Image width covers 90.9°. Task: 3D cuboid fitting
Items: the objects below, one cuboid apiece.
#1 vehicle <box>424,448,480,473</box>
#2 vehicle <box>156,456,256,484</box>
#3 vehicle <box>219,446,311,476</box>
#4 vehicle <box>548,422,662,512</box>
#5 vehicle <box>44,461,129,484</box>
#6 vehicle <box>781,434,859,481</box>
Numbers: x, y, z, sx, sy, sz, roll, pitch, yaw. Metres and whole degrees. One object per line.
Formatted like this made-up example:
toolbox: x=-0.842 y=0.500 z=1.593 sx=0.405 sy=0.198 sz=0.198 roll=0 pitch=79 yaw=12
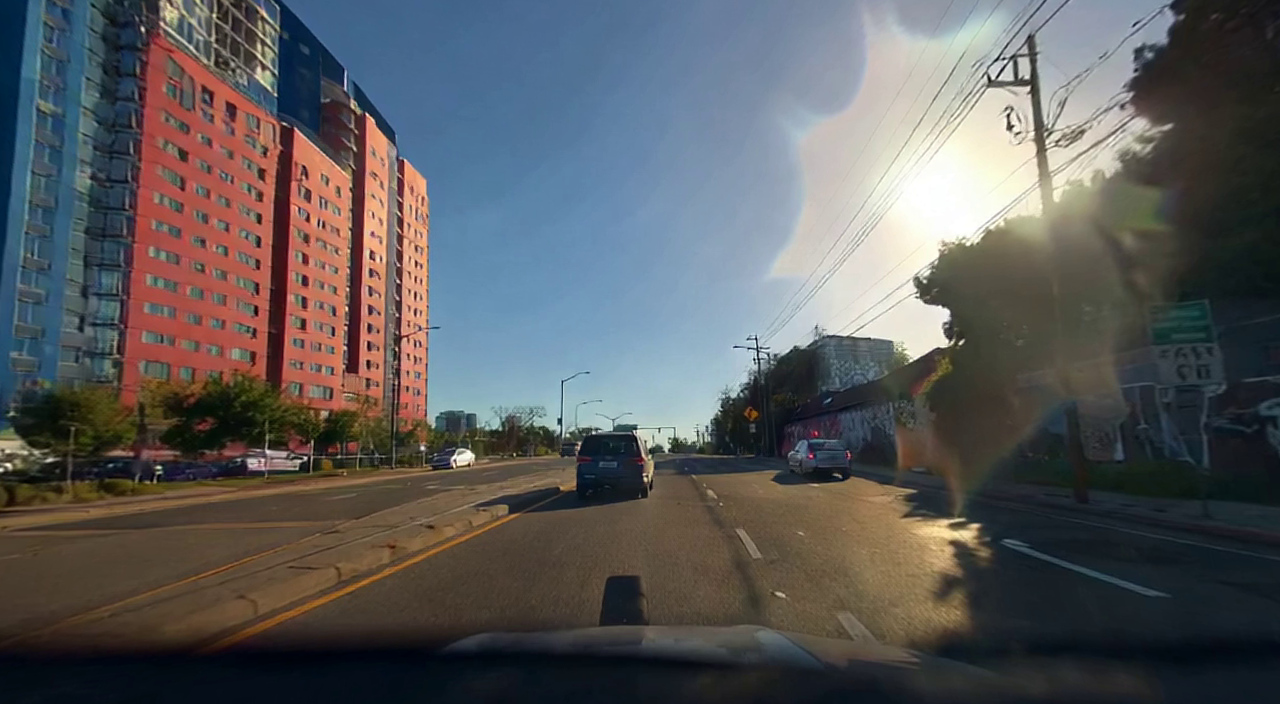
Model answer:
vehicle: x=-12.052 y=6.988 z=40.739 sx=1.842 sy=1.482 sz=4.386 roll=-1 pitch=-8 yaw=7
vehicle: x=-26.511 y=7.176 z=38.572 sx=4.712 sy=1.473 sz=2.083 roll=-3 pitch=-9 yaw=5
vehicle: x=-25.774 y=7.516 z=43.527 sx=4.916 sy=1.826 sz=2.242 roll=-2 pitch=-10 yaw=-1
vehicle: x=-0.638 y=2.668 z=15.159 sx=2.160 sy=1.786 sz=4.702 roll=-1 pitch=-8 yaw=4
vehicle: x=-40.454 y=8.774 z=46.222 sx=1.908 sy=1.433 sz=4.543 roll=-2 pitch=-9 yaw=4
vehicle: x=7.293 y=4.298 z=25.968 sx=1.952 sy=1.749 sz=4.311 roll=0 pitch=-8 yaw=1
